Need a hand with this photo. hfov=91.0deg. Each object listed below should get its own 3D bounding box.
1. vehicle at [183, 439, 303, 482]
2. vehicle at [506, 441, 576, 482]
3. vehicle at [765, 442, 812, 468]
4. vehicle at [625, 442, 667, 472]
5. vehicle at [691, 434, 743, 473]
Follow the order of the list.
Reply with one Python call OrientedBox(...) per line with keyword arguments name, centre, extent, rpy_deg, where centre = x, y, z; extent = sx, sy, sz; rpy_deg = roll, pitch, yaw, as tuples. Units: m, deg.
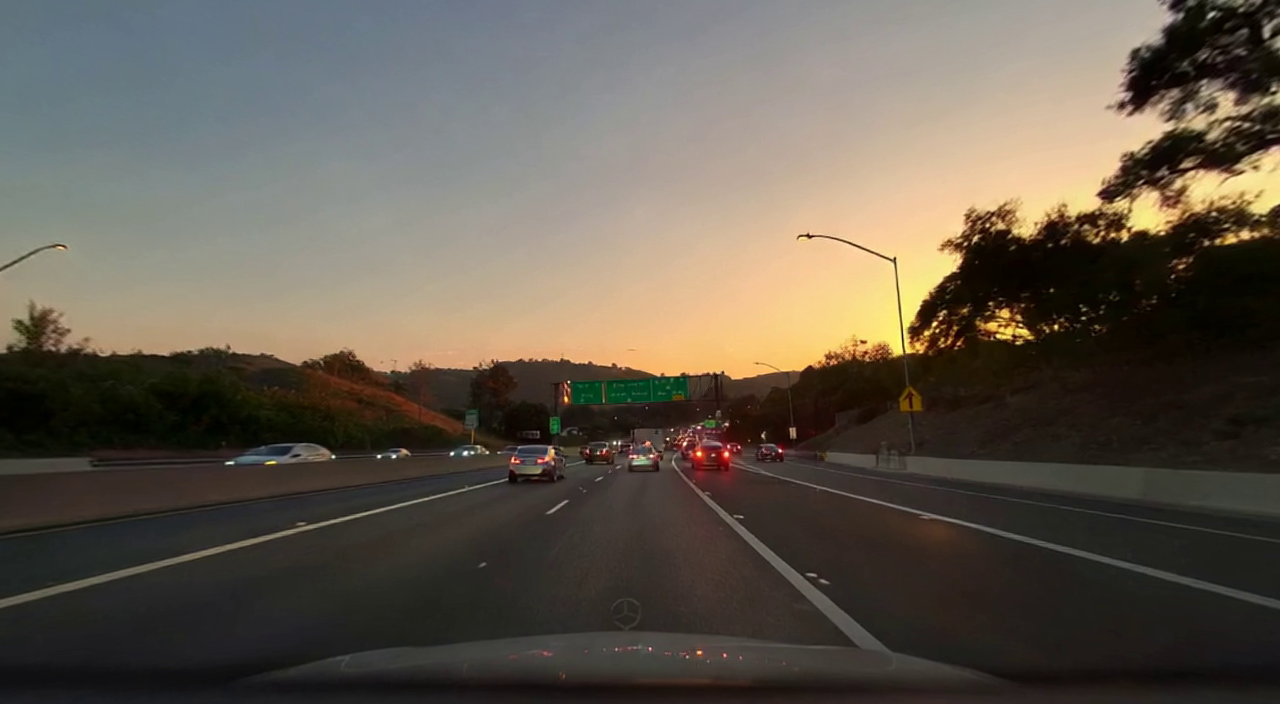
OrientedBox(name="vehicle", centre=(-16.512, 4.536, 26.534), extent=(1.948, 1.643, 4.612), rpy_deg=(0, -9, 2))
OrientedBox(name="vehicle", centre=(-3.918, 4.430, 25.687), extent=(1.996, 1.488, 4.451), rpy_deg=(0, -9, 2))
OrientedBox(name="vehicle", centre=(9.035, 6.291, 38.649), extent=(1.971, 1.464, 4.357), rpy_deg=(0, -9, 2))
OrientedBox(name="vehicle", centre=(0.334, 5.541, 33.326), extent=(2.071, 1.478, 4.130), rpy_deg=(0, -9, 1))
OrientedBox(name="vehicle", centre=(3.760, 5.063, 31.505), extent=(2.045, 1.768, 4.249), rpy_deg=(0, -9, 0))
